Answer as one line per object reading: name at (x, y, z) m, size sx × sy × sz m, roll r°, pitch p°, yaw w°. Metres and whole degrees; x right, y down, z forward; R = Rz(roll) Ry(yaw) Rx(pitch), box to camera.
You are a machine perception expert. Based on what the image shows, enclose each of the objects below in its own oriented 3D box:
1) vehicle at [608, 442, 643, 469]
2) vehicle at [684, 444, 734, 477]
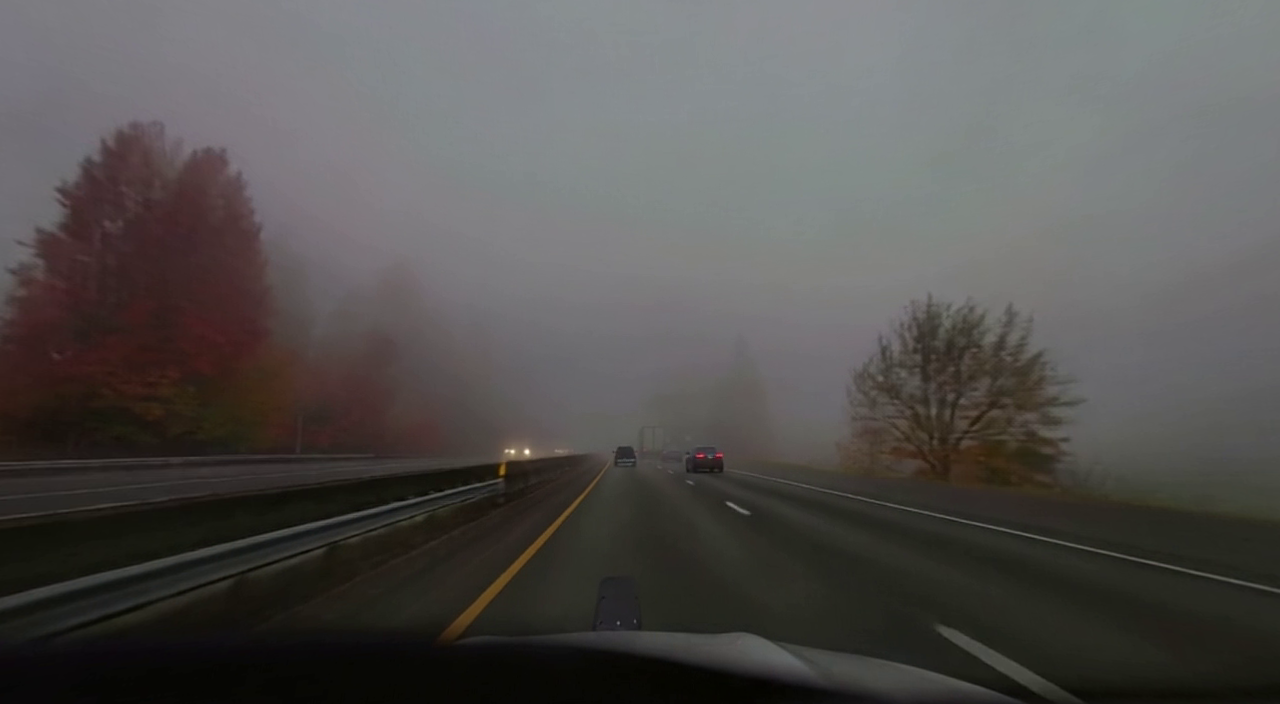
vehicle at (-1.007, 6.817, 41.381) m, size 2.151 × 1.693 × 4.201 m, roll 0°, pitch -9°, yaw -2°
vehicle at (3.410, 5.412, 31.599) m, size 1.968 × 1.513 × 3.911 m, roll 0°, pitch -9°, yaw -1°
